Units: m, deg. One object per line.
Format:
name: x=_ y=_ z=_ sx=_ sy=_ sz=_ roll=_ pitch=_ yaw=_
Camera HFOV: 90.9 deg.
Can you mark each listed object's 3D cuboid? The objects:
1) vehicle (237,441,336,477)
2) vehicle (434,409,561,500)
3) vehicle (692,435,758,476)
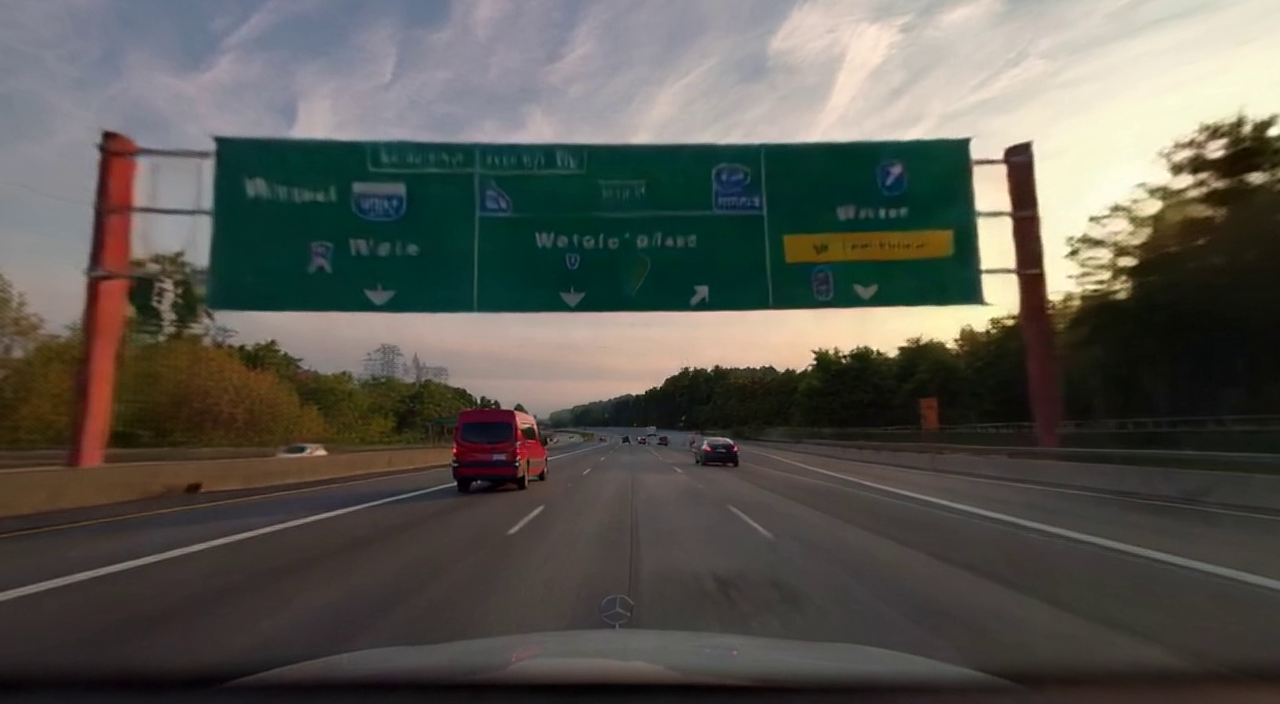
vehicle: x=-16.470 y=4.993 z=29.712 sx=1.865 sy=1.497 sz=4.820 roll=0 pitch=-8 yaw=0
vehicle: x=-3.559 y=2.672 z=16.910 sx=2.275 sy=2.053 sz=5.082 roll=0 pitch=-8 yaw=-1
vehicle: x=3.261 y=4.053 z=25.033 sx=2.020 sy=1.464 sz=3.803 roll=0 pitch=-8 yaw=-1
